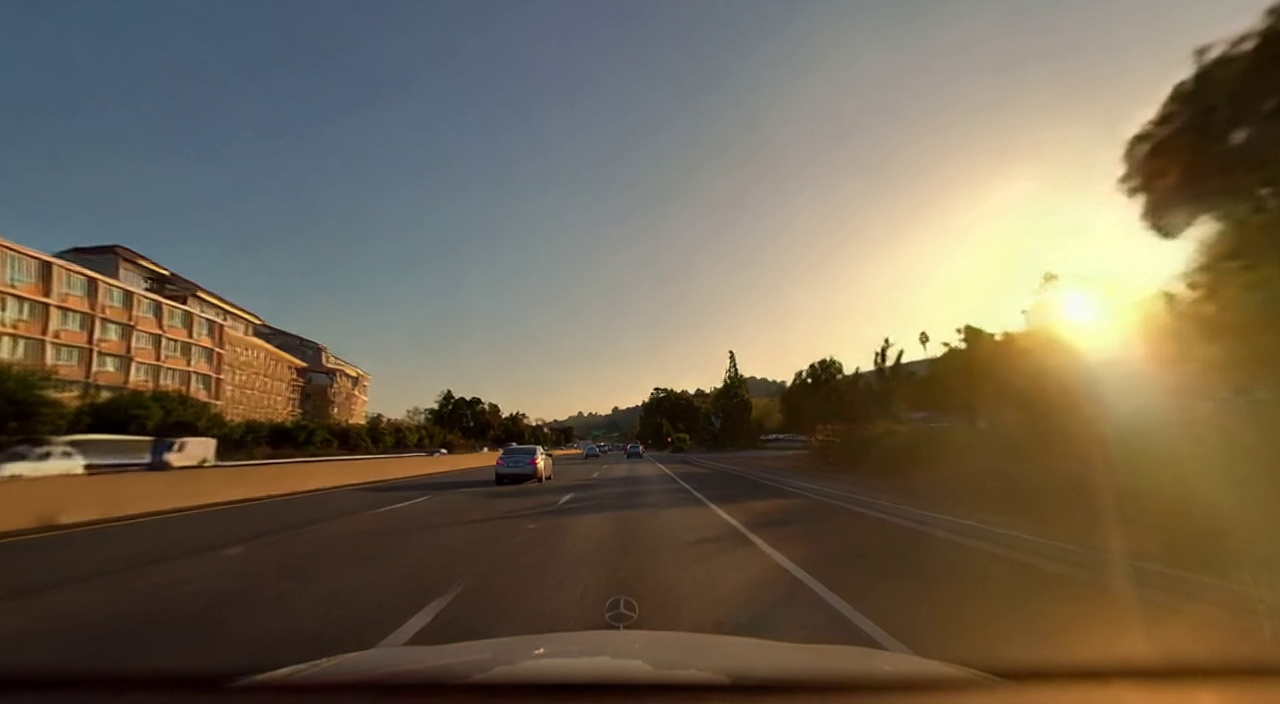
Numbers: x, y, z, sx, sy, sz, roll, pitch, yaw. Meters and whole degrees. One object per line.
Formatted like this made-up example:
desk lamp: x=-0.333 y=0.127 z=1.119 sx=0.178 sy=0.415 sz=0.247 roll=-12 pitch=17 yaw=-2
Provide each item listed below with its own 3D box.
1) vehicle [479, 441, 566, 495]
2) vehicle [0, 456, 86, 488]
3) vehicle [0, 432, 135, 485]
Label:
vehicle: x=-3.510 y=3.542 z=19.655 sx=1.920 sy=1.463 sz=4.134 roll=0 pitch=-9 yaw=0
vehicle: x=-32.024 y=6.251 z=33.234 sx=1.794 sy=1.513 sz=4.383 roll=0 pitch=-9 yaw=0
vehicle: x=-40.190 y=7.368 z=44.052 sx=2.892 sy=3.305 sz=8.355 roll=0 pitch=-9 yaw=0
